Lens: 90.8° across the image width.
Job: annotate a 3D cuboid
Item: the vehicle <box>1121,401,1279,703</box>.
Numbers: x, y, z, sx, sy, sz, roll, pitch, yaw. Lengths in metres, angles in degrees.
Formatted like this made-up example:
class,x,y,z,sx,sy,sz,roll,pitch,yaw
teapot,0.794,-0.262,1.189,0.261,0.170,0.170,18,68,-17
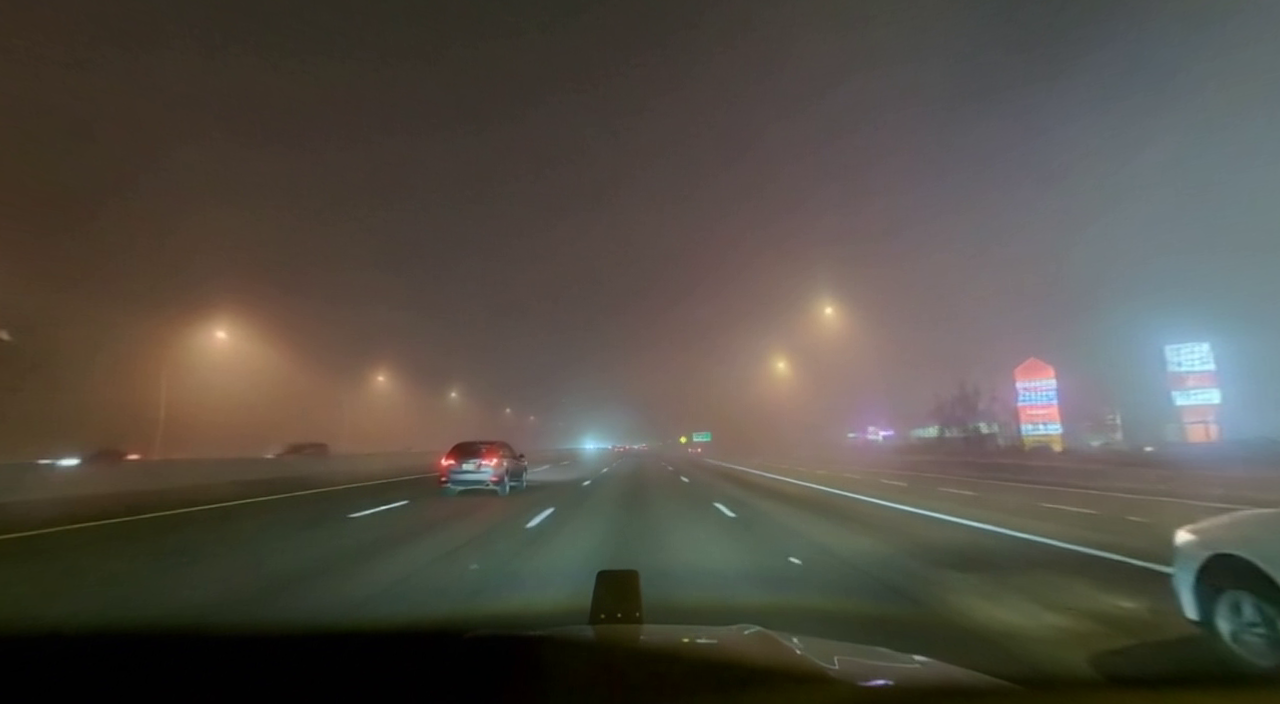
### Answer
class,x,y,z,sx,sy,sz,roll,pitch,yaw
vehicle,3.973,0.745,1.237,2.164,1.507,4.914,0,-8,0

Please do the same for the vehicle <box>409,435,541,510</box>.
class,x,y,z,sx,sy,sz,roll,pitch,yaw
vehicle,-3.687,2.759,14.961,1.939,1.508,4.272,0,-8,1

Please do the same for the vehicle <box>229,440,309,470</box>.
class,x,y,z,sx,sy,sz,roll,pitch,yaw
vehicle,-18.916,5.242,32.382,1.782,1.443,3.767,0,-8,0

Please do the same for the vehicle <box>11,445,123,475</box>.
class,x,y,z,sx,sy,sz,roll,pitch,yaw
vehicle,-30.414,5.708,33.728,1.835,1.455,4.387,0,-8,1
